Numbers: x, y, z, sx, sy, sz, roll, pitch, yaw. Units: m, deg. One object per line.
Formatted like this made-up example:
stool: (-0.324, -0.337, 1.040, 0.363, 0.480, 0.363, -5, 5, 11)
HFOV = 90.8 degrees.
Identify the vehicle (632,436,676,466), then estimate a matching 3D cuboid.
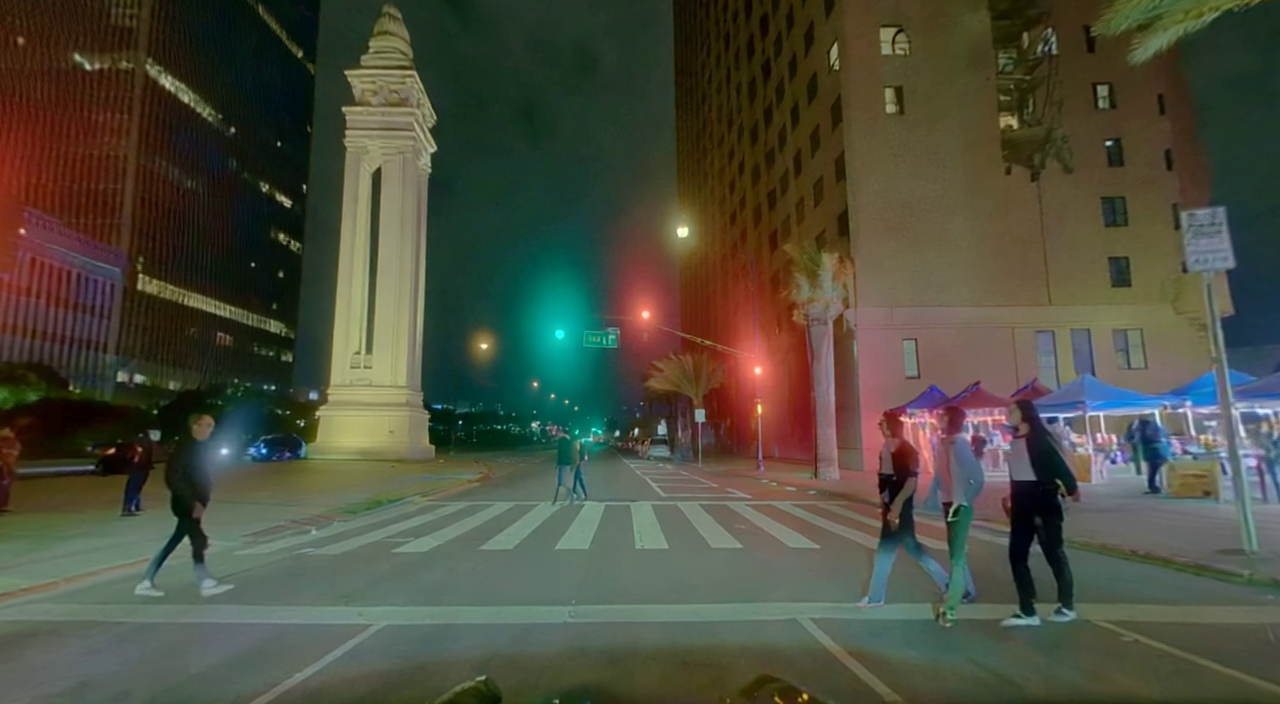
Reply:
vehicle: (0.936, 7.274, 46.547, 2.322, 2.071, 5.366, 1, -9, -9)
